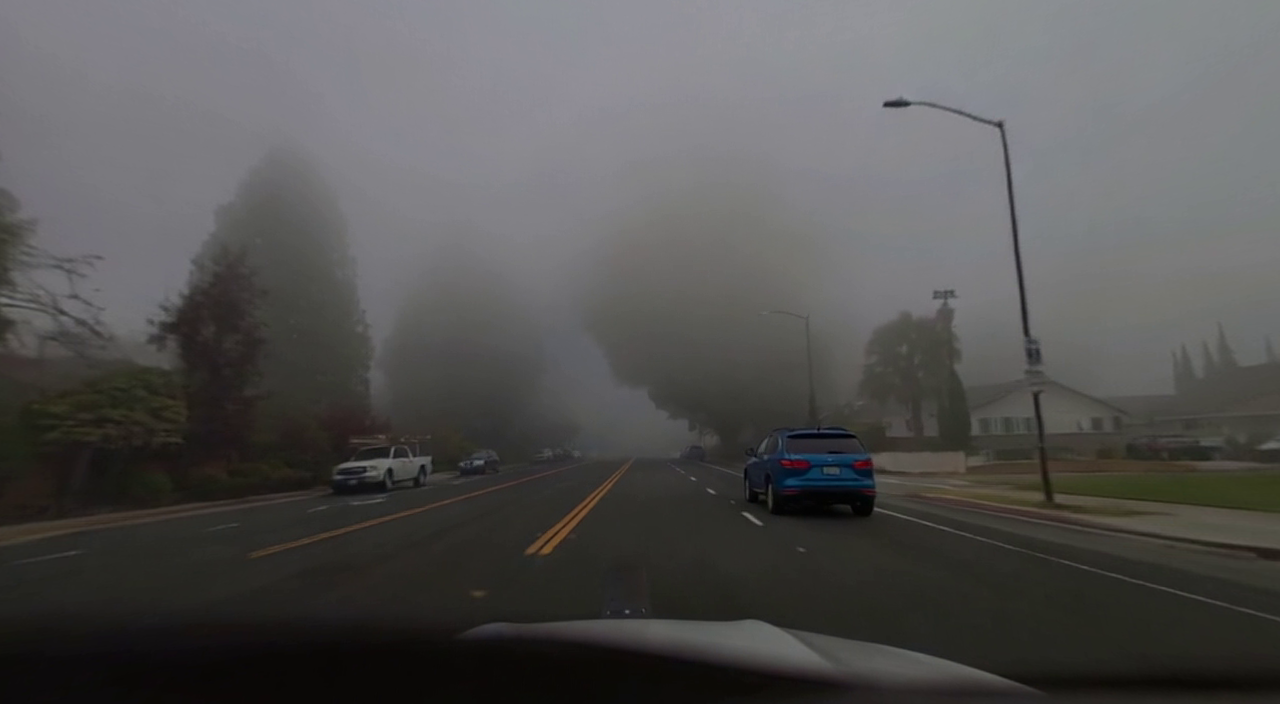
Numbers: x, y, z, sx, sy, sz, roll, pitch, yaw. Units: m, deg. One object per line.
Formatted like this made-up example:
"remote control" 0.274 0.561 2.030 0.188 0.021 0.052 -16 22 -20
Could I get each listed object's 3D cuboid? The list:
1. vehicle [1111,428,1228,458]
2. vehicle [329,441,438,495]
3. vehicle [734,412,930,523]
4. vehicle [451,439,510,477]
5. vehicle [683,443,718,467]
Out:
"vehicle" 28.501 4.933 34.032 4.578 1.511 1.857 0 -8 0
"vehicle" -10.403 4.725 26.153 2.261 1.851 5.724 -3 -8 -1
"vehicle" 3.732 2.421 13.806 2.497 1.889 5.833 -1 -8 1
"vehicle" -10.152 6.774 40.582 2.254 2.127 5.697 -3 -9 0
"vehicle" 3.971 6.793 41.756 1.956 1.492 4.425 -1 -8 1
